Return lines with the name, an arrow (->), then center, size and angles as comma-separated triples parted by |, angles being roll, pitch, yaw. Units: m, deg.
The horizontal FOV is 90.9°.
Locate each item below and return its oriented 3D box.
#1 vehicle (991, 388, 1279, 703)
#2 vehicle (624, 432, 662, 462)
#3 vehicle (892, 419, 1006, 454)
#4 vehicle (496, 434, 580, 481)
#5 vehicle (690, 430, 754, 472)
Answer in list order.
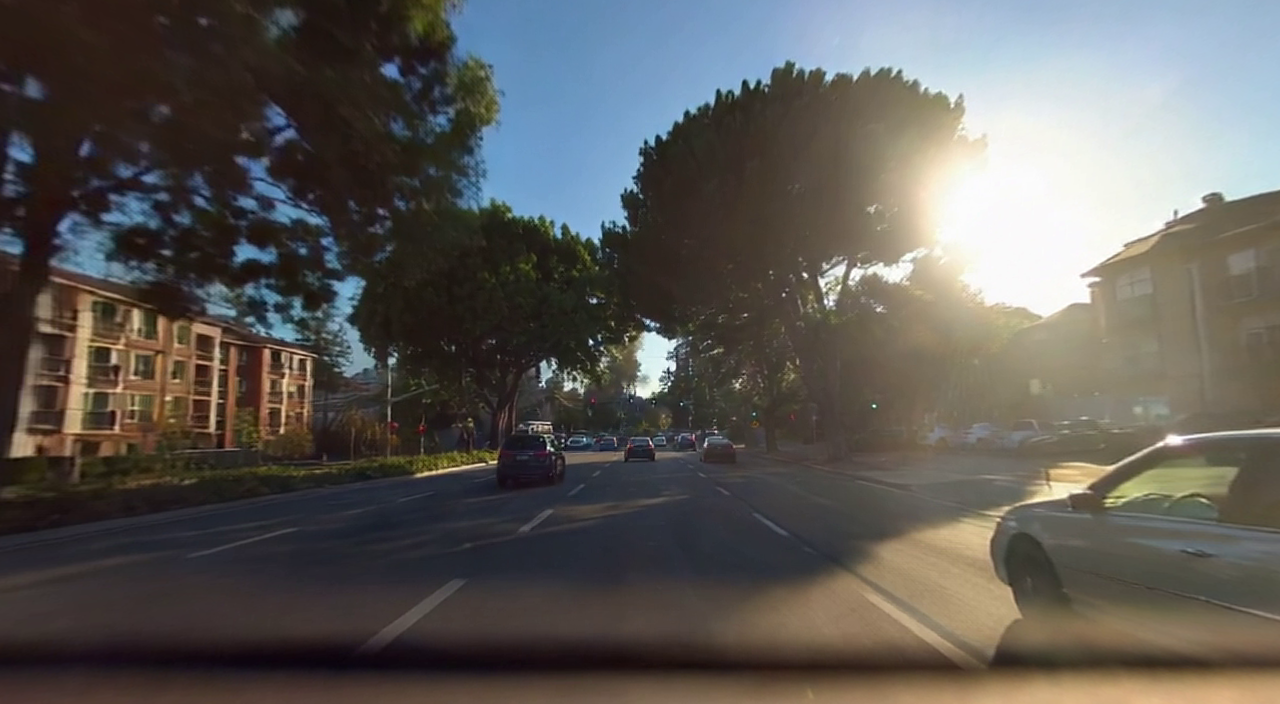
vehicle -> 3.734, 0.890, 2.503 | 2.128, 1.502, 4.572 | 0, -9, 1
vehicle -> 0.181, 5.623, 37.218 | 2.110, 1.662, 4.262 | 0, -8, 0
vehicle -> 15.748, 4.323, 32.285 | 4.701, 1.721, 2.103 | 0, -9, 1
vehicle -> -3.506, 3.734, 22.553 | 2.049, 1.485, 4.656 | 0, -8, 2
vehicle -> 3.457, 4.288, 27.493 | 2.137, 1.646, 4.488 | 0, -8, -1
